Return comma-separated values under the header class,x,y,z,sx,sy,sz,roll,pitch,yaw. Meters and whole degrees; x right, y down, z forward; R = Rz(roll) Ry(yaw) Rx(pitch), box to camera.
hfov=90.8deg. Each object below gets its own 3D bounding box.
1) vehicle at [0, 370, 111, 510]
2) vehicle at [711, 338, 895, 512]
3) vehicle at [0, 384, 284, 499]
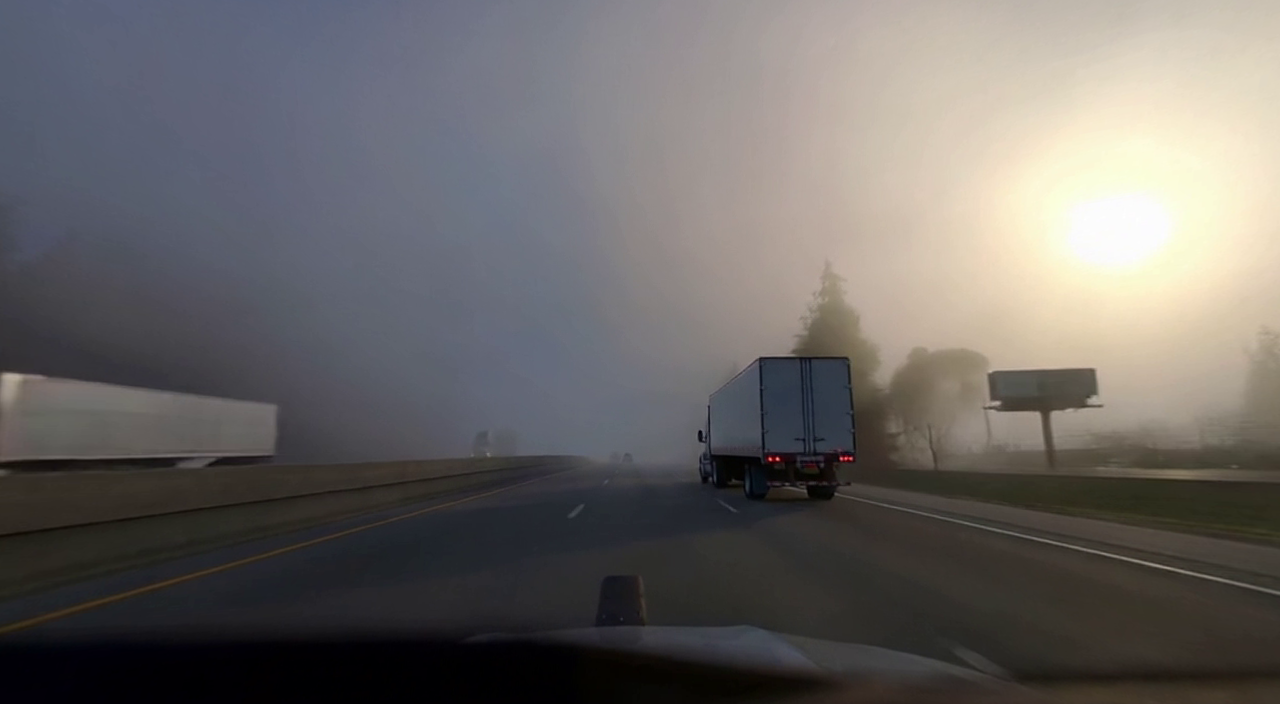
class,x,y,z,sx,sy,sz,roll,pitch,yaw
vehicle,-20.389,2.672,18.987,3.367,4.049,6.073,0,-9,-1
vehicle,4.689,2.707,21.789,3.058,4.312,12.251,0,-9,0
vehicle,-20.385,3.882,27.053,3.135,3.778,12.388,0,-9,-1
